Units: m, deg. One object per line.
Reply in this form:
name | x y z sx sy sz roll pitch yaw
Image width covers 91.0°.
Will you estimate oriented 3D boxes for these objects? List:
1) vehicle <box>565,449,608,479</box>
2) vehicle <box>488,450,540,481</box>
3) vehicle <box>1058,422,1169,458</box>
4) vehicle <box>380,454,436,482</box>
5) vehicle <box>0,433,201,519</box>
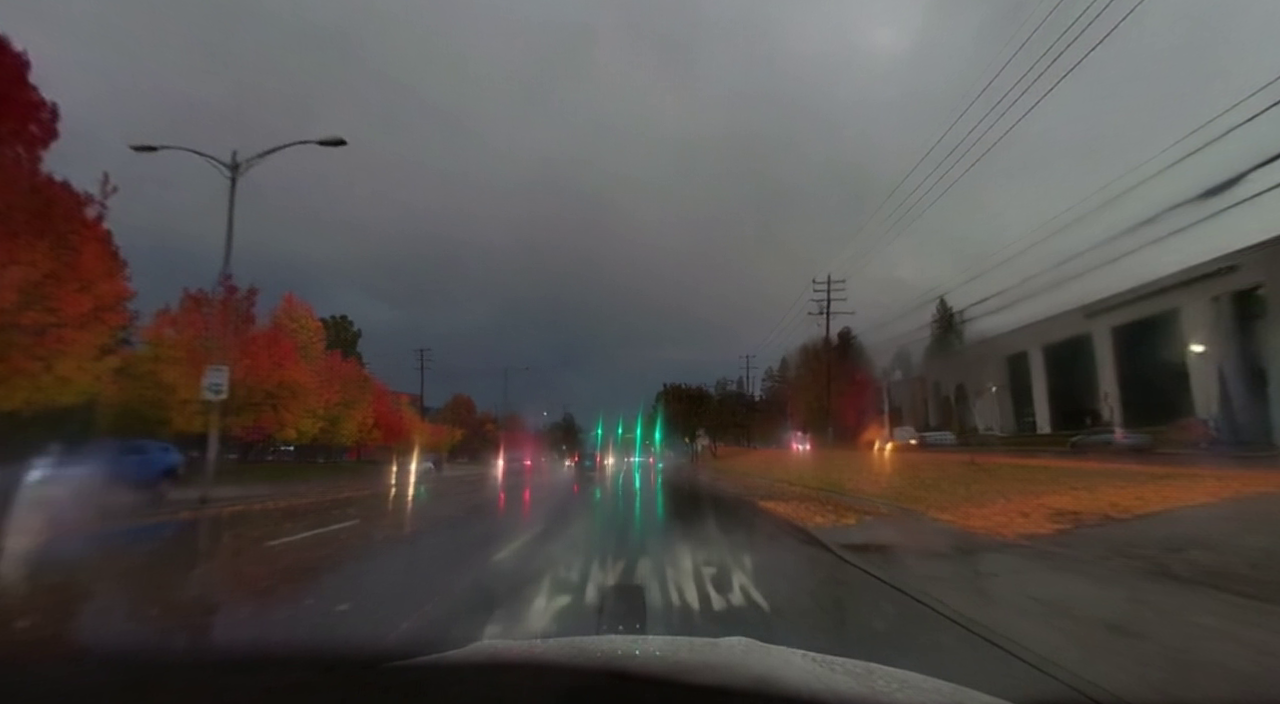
vehicle | -3.202 6.760 38.331 2.085 1.663 4.513 0 -8 2
vehicle | -7.005 6.346 35.528 1.932 1.596 4.247 0 -8 2
vehicle | 22.094 4.147 29.670 1.884 1.532 4.745 0 -8 5
vehicle | -13.951 6.967 38.097 1.909 1.502 4.355 1 -8 -3
vehicle | -15.590 3.308 17.646 2.276 1.956 5.850 0 -8 1
